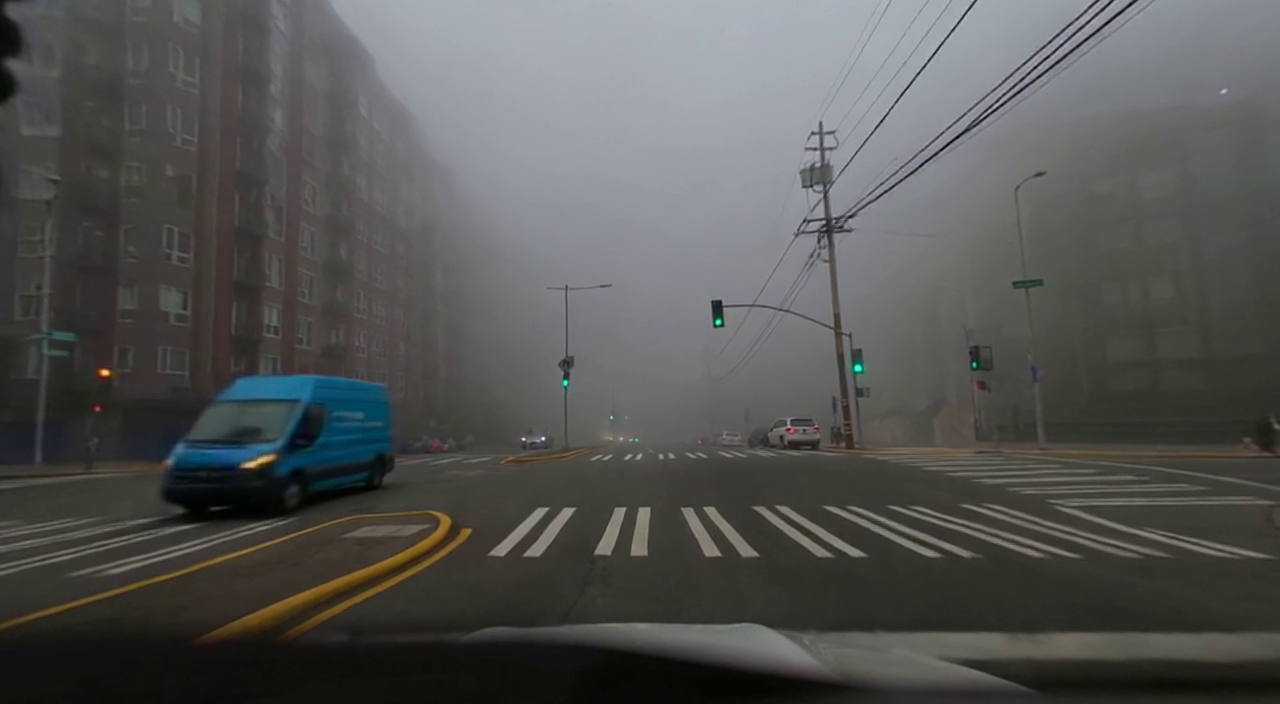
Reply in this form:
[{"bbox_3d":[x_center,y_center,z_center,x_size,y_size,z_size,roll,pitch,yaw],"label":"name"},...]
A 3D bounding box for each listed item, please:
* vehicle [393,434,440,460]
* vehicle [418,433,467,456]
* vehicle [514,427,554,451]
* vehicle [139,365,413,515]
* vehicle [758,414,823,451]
[{"bbox_3d":[-15.006,6.346,42.579,1.879,1.507,3.745,0,-6,-2],"label":"vehicle"},{"bbox_3d":[-15.015,7.070,48.365,2.124,1.626,4.908,0,-8,1],"label":"vehicle"},{"bbox_3d":[-7.699,6.412,46.351,2.180,1.608,4.321,0,-8,0],"label":"vehicle"},{"bbox_3d":[-6.982,1.778,13.178,2.515,2.476,5.364,0,-7,-1],"label":"vehicle"},{"bbox_3d":[7.329,4.039,31.348,1.996,1.704,4.490,0,-8,-2],"label":"vehicle"}]
